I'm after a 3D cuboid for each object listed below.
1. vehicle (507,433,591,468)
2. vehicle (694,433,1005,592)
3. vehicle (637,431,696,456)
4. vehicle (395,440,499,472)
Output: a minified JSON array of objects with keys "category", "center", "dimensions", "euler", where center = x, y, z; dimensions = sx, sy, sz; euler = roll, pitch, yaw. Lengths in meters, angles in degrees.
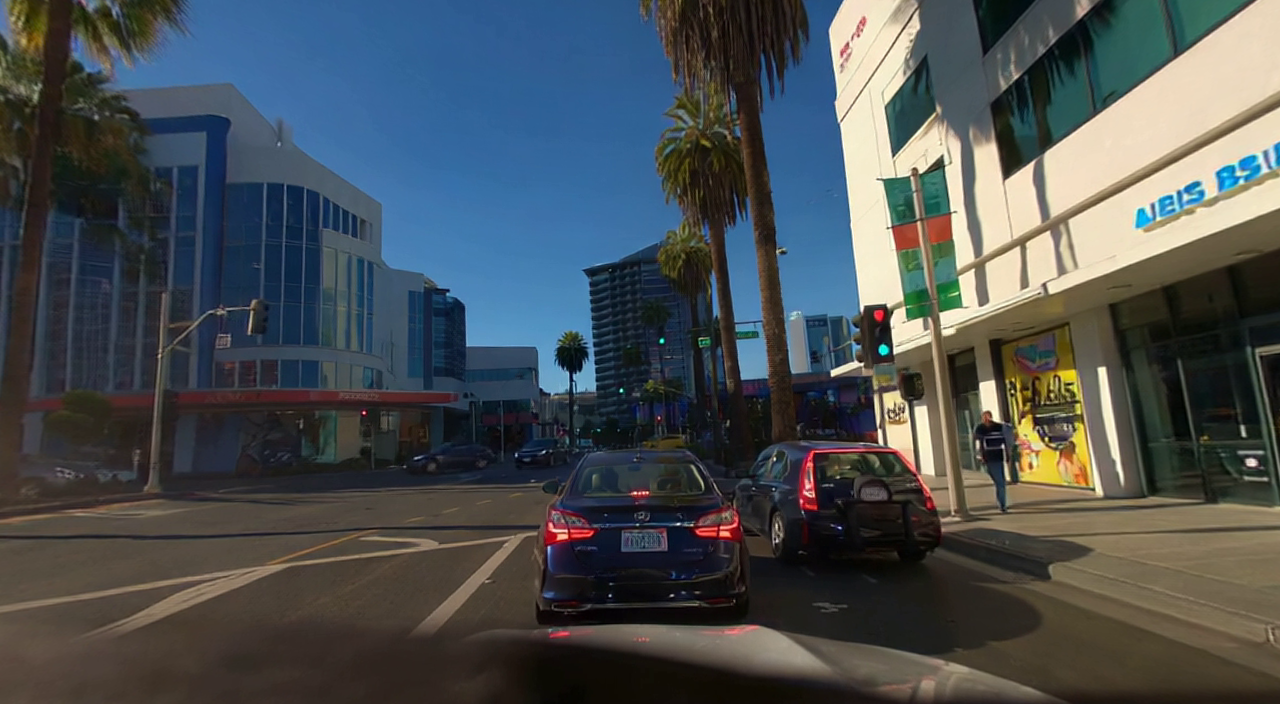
[{"category":"vehicle","center":[-4.104,4.562,29.417],"dimensions":[2.052,1.478,4.395],"euler":[-3,-9,19]},{"category":"vehicle","center":[2.225,1.858,8.399],"dimensions":[2.090,1.466,4.676],"euler":[1,-8,-7]},{"category":"vehicle","center":[2.087,7.065,48.654],"dimensions":[2.029,1.822,5.090],"euler":[-6,-10,36]},{"category":"vehicle","center":[-9.543,5.151,31.592],"dimensions":[1.896,1.492,4.808],"euler":[-6,-10,34]}]
